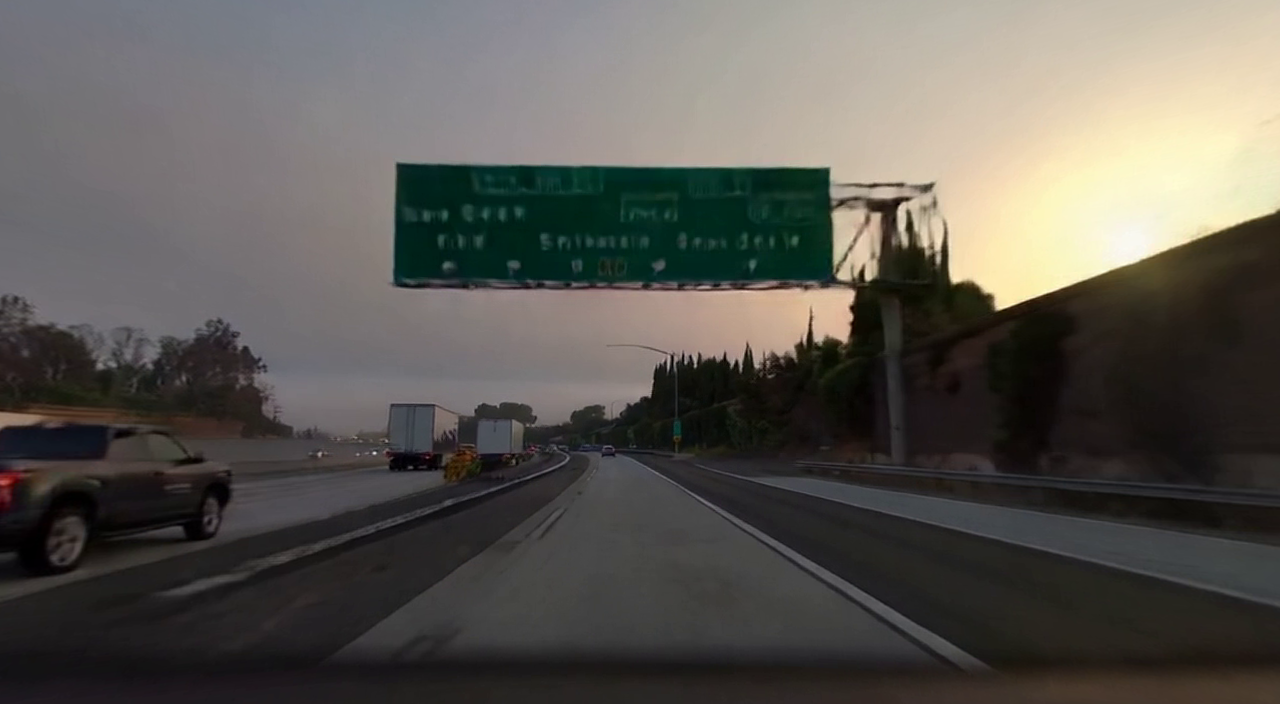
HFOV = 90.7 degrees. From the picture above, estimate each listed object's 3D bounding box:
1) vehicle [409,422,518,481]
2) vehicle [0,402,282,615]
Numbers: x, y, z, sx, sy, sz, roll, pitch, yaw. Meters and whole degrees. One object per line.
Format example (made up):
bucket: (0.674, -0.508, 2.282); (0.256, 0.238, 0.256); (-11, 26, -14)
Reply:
vehicle: (-9.476, 5.611, 36.210); (3.270, 2.674, 14.547); (0, -8, -5)
vehicle: (-6.574, 1.611, 7.269); (2.093, 1.785, 5.303); (0, -8, -4)
